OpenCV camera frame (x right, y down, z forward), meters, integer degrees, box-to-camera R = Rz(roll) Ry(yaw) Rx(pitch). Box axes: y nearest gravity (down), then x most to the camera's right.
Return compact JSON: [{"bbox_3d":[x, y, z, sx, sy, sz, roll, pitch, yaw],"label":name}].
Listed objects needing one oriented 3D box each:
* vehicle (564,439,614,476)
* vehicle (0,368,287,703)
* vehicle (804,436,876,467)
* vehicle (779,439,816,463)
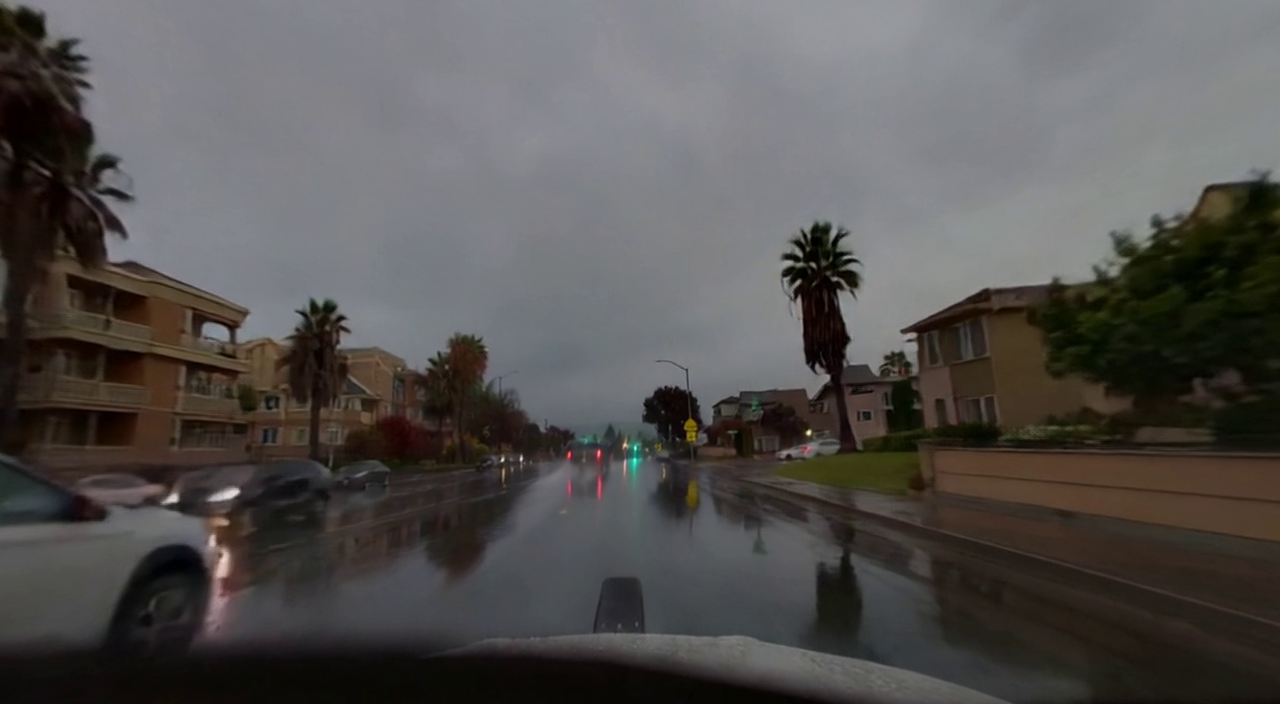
[{"bbox_3d":[-2.587,5.530,33.245,1.994,1.810,5.057,-1,-9,3],"label":"vehicle"},{"bbox_3d":[-3.273,0.866,2.070,1.929,1.651,3.948,0,-9,-1],"label":"vehicle"},{"bbox_3d":[12.418,6.201,39.182,3.778,1.744,1.804,-1,-9,-4],"label":"vehicle"},{"bbox_3d":[12.307,7.738,49.411,1.924,1.624,4.873,-5,-8,5],"label":"vehicle"}]
